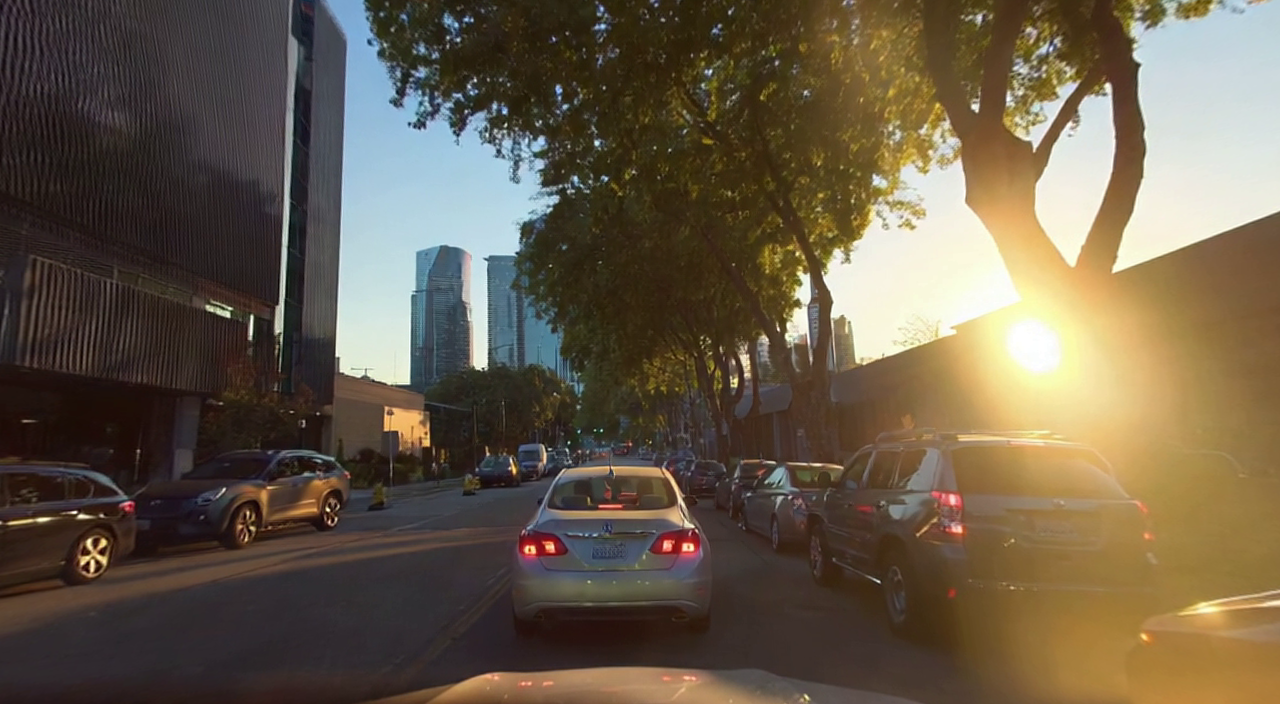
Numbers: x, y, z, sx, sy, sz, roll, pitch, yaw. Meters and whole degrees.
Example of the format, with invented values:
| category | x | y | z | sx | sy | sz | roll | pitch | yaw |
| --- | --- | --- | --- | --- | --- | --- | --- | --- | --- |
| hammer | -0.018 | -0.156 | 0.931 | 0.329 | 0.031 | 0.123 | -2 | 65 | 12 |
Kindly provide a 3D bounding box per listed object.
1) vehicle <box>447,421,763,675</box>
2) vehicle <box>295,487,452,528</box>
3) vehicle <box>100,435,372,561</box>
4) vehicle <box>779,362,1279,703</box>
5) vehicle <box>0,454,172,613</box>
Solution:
| category | x | y | z | sx | sy | sz | roll | pitch | yaw |
| --- | --- | --- | --- | --- | --- | --- | --- | --- | --- |
| vehicle | -0.202 | 1.591 | 5.933 | 2.018 | 1.583 | 3.646 | 1 | -10 | 1 |
| vehicle | -6.995 | 4.180 | 17.176 | 2.223 | 0.774 | 4.789 | 1 | -10 | 0 |
| vehicle | -6.845 | 2.589 | 11.439 | 1.994 | 1.701 | 4.520 | -3 | -12 | -1 |
| vehicle | 2.710 | 1.420 | 5.691 | 1.868 | 1.920 | 4.501 | 1 | -10 | 0 |
| vehicle | -6.983 | 1.695 | 5.887 | 1.900 | 1.471 | 4.202 | 1 | -10 | 0 |
